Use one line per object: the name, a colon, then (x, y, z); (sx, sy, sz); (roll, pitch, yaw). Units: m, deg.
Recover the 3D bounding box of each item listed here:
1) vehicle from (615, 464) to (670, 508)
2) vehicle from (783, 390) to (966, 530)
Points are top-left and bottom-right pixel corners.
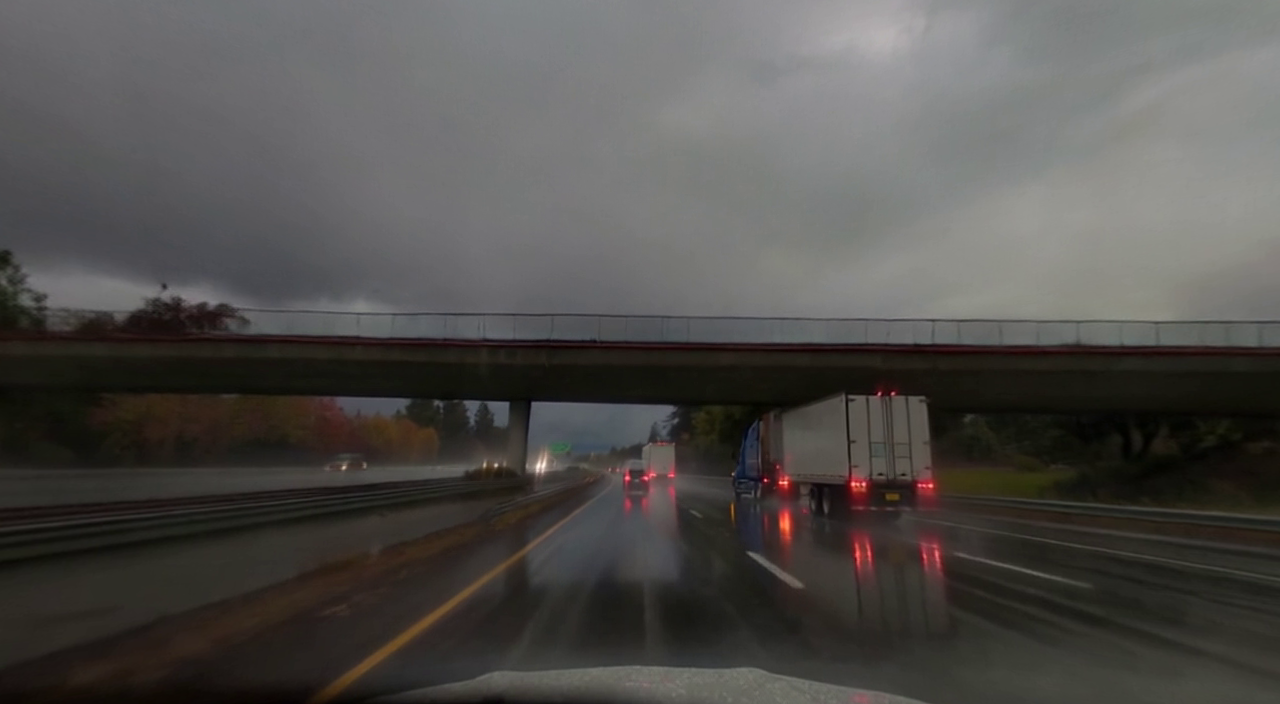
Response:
vehicle: (0.086, 5.324, 25.257); (2.067, 1.552, 3.601); (1, -11, 0)
vehicle: (7.156, 3.601, 20.864); (2.839, 3.684, 8.091); (1, -11, 0)
